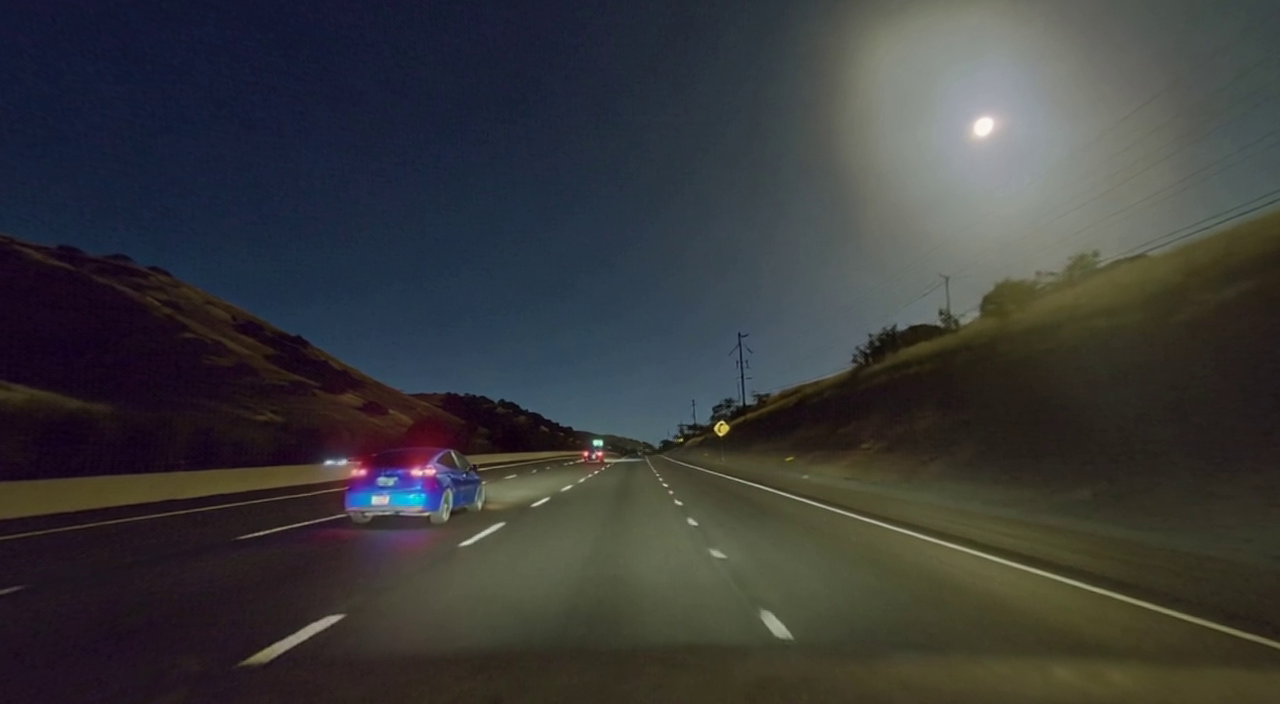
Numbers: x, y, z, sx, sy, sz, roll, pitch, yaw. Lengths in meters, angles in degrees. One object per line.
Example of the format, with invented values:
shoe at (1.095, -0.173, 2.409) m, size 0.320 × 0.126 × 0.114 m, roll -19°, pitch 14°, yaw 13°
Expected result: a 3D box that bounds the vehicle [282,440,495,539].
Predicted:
vehicle at (-4.423, 2.486, 12.202) m, size 2.064 × 1.489 × 4.966 m, roll 0°, pitch -9°, yaw 0°
